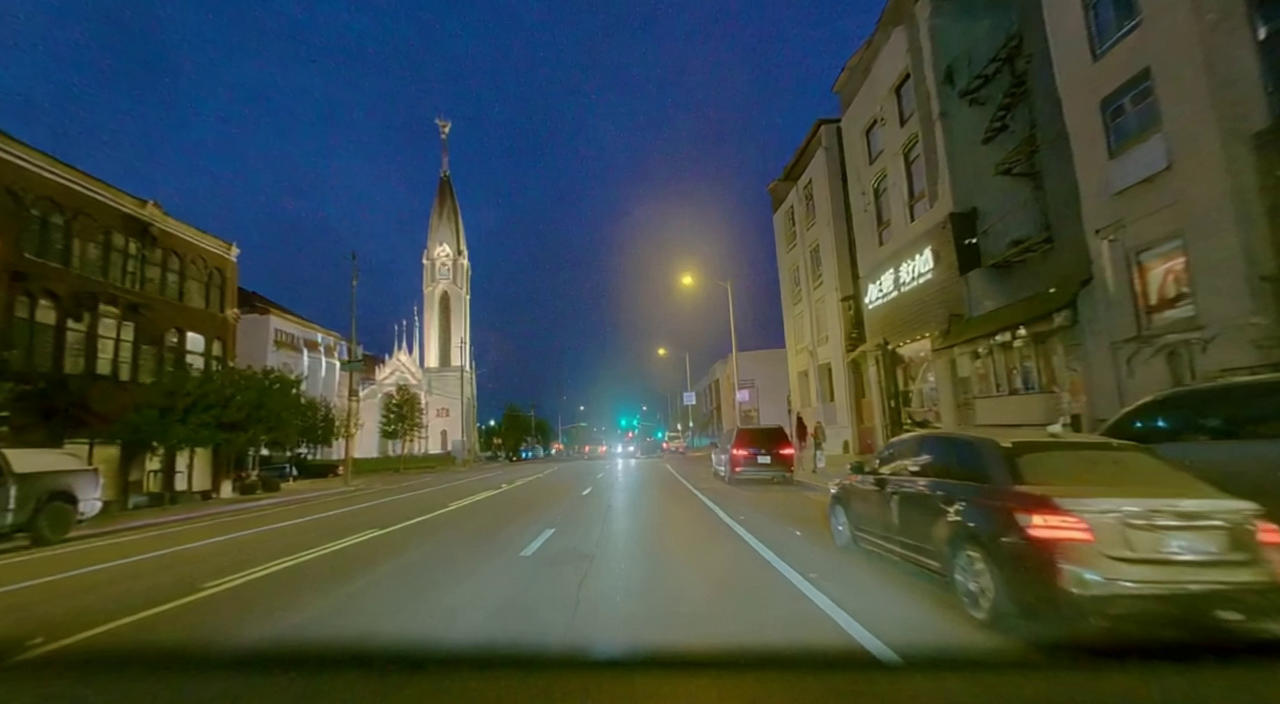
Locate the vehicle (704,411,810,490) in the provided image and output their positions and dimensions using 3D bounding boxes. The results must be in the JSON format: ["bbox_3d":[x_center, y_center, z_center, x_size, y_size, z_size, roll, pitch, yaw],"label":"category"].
[{"bbox_3d":[3.337,2.979,19.425,2.269,2.046,5.649,0,-8,1],"label":"vehicle"}]

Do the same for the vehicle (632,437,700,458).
[{"bbox_3d":[1.902,7.033,46.442,4.620,1.476,1.881,3,-9,-19],"label":"vehicle"}]

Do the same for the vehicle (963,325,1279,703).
[{"bbox_3d":[3.141,0.694,1.562,2.452,1.640,4.646,-1,-8,4],"label":"vehicle"}]

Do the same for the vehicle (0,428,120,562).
[{"bbox_3d":[-15.505,2.870,12.105,2.953,2.851,9.417,2,-8,0],"label":"vehicle"}]
